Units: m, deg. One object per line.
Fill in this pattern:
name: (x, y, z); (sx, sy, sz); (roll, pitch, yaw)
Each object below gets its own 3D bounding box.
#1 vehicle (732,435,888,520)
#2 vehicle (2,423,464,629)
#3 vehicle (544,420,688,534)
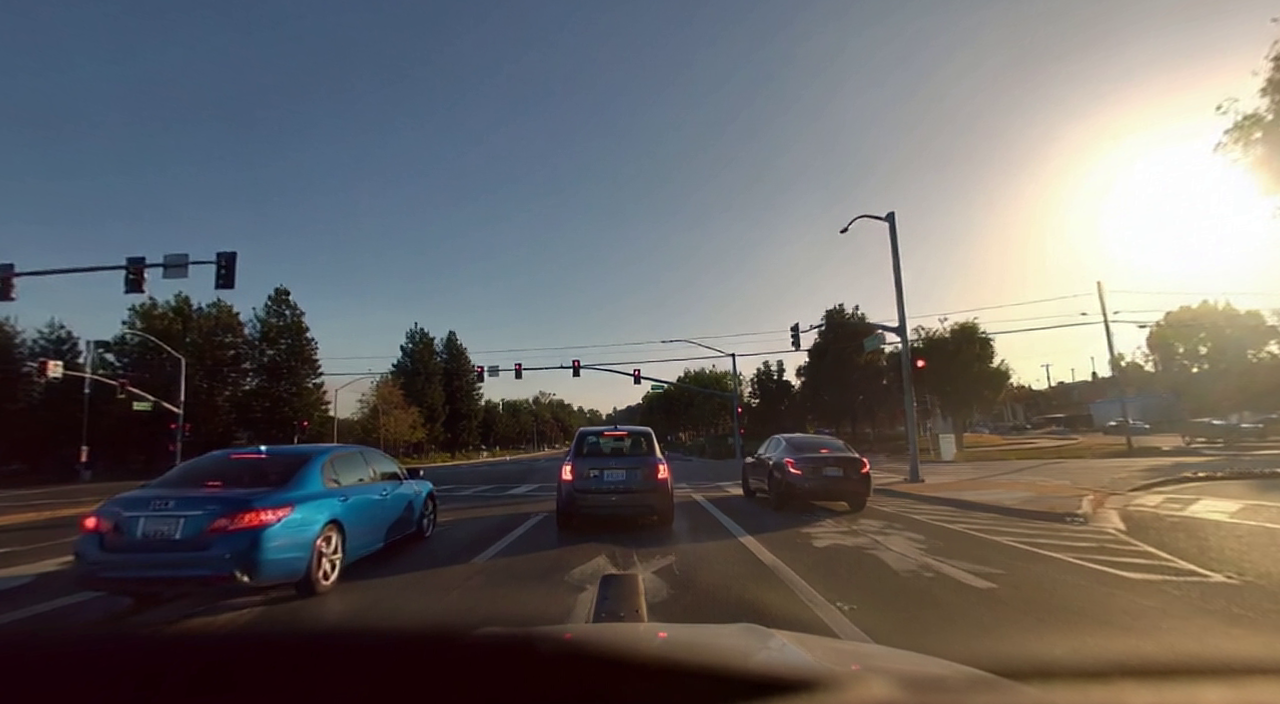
vehicle: (3.271, 2.501, 13.202); (1.970, 1.449, 4.433); (0, -8, -1)
vehicle: (-3.581, 1.593, 6.875); (2.052, 1.472, 4.479); (0, -8, 0)
vehicle: (-0.352, 2.059, 10.928); (2.038, 1.599, 3.844); (0, -8, 0)
